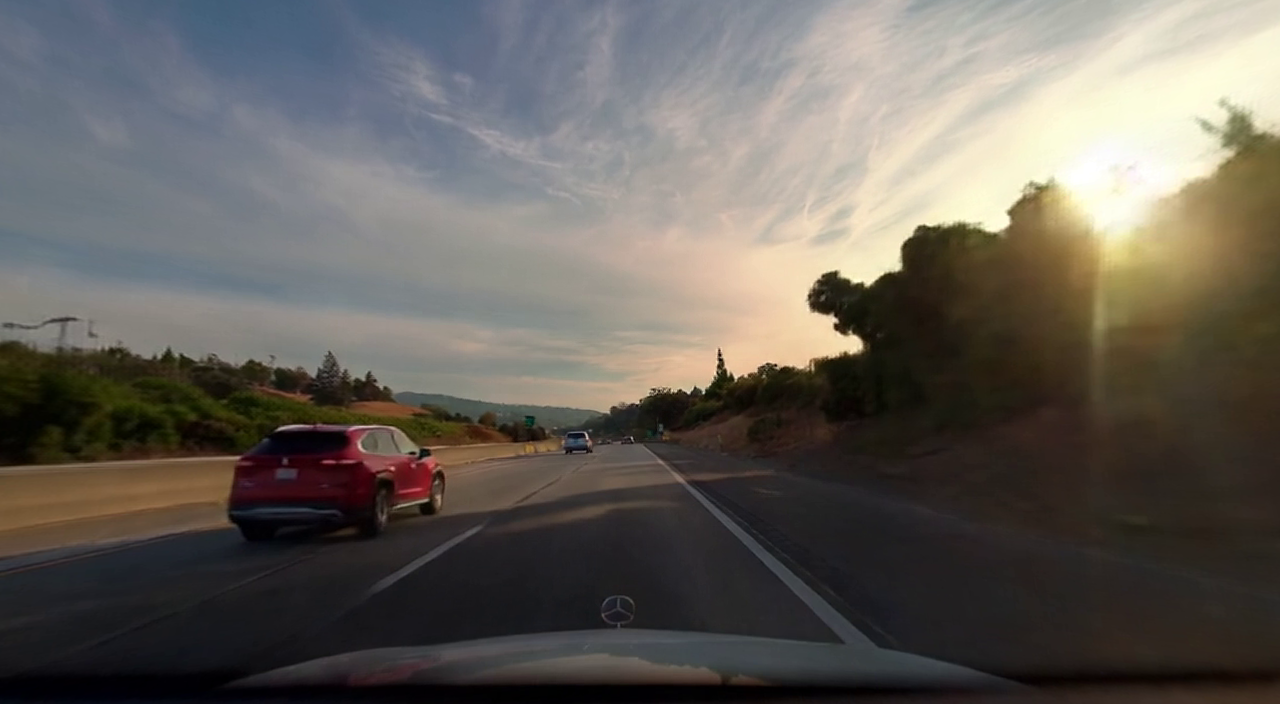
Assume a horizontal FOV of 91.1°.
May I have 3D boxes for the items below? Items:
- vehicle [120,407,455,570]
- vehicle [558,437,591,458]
[{"bbox_3d":[-4.263,1.695,8.745,2.070,1.647,4.577,0,-8,-1],"label":"vehicle"},{"bbox_3d":[-4.798,7.080,46.737,2.063,1.496,4.225,0,-8,-1],"label":"vehicle"}]
